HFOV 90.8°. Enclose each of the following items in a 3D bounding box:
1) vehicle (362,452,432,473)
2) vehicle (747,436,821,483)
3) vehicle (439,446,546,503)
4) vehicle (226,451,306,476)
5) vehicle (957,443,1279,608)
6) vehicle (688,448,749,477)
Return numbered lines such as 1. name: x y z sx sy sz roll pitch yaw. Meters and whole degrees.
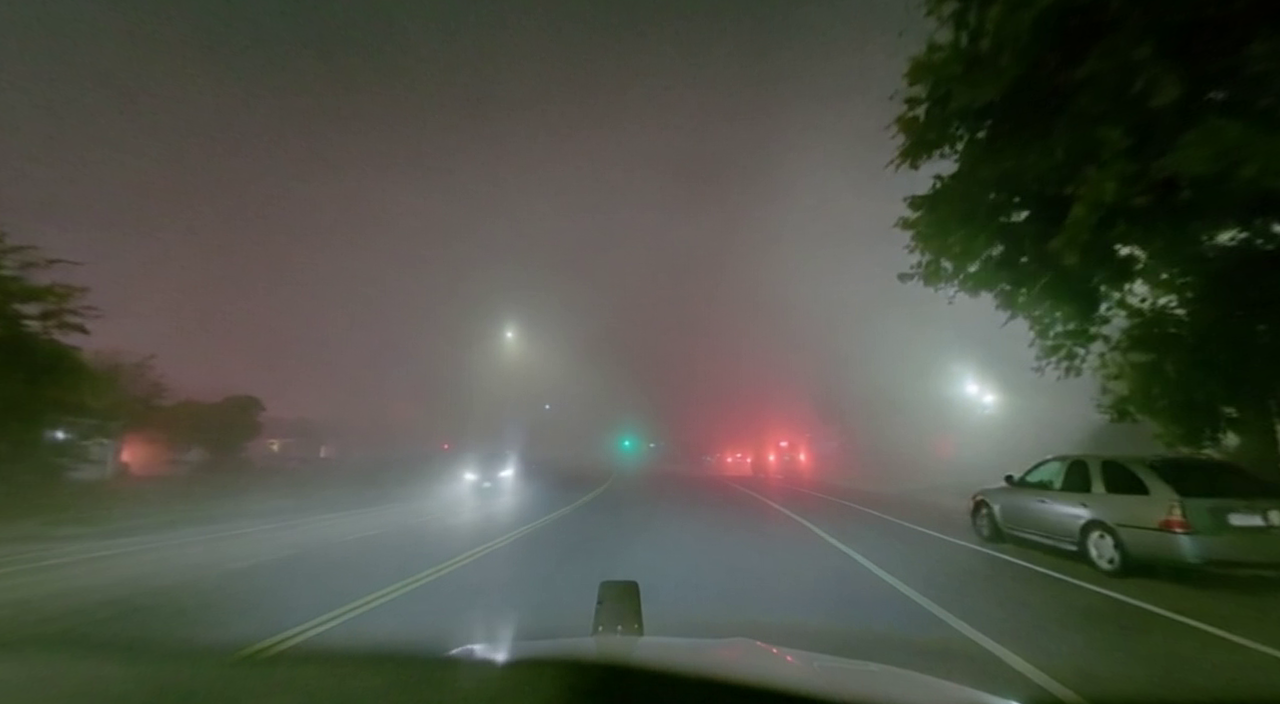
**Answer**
1. vehicle: -18.148 8.269 47.318 4.502 1.511 1.939 1 -9 -10
2. vehicle: 6.996 5.272 31.352 2.305 2.111 4.965 0 -8 -2
3. vehicle: -4.414 3.717 19.658 2.058 1.551 4.247 -1 -8 4
4. vehicle: -24.765 7.375 41.950 3.977 1.501 2.143 0 -8 -4
5. vehicle: 6.133 1.967 8.198 2.080 1.543 4.294 -1 -8 5
6. vehicle: 5.052 7.191 41.378 2.713 1.671 4.939 1 -8 -9
